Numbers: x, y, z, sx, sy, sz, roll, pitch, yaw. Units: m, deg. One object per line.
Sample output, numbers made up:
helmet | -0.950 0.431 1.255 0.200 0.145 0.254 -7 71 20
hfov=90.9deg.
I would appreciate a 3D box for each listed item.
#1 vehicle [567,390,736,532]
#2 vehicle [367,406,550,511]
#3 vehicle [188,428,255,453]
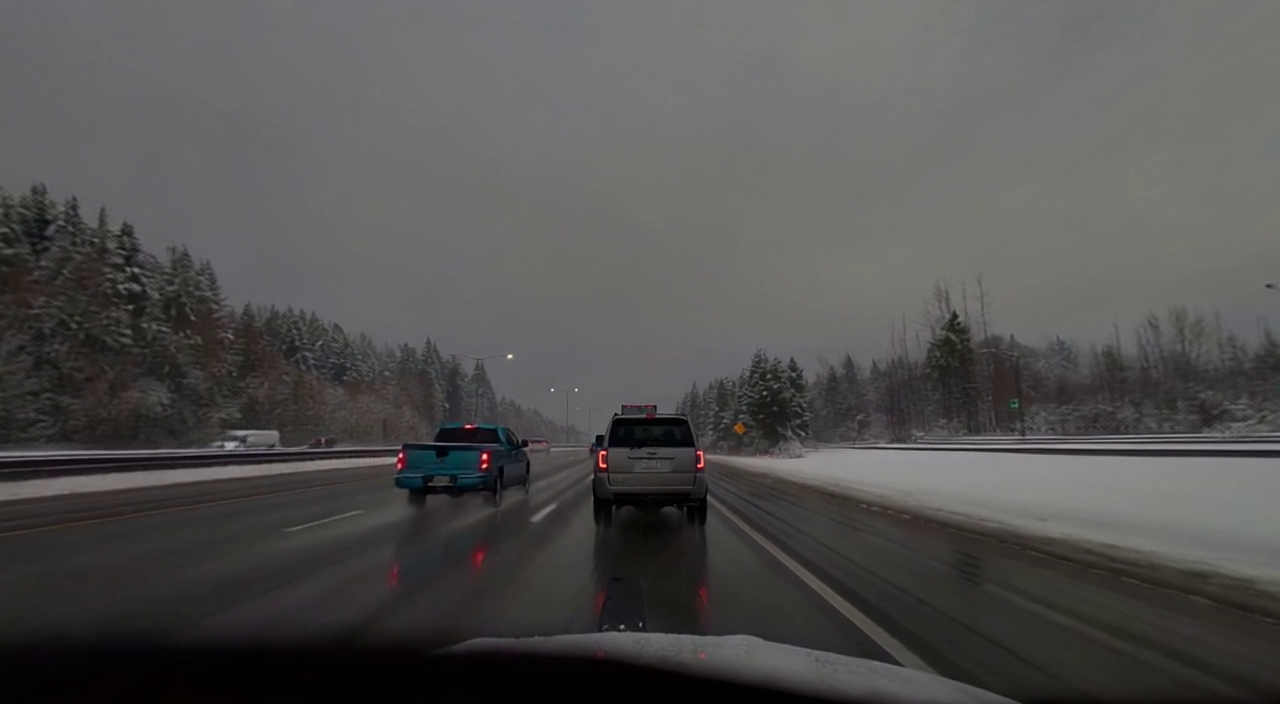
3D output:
vehicle | 0.160 1.908 11.450 2.395 2.013 4.734 0 -8 0
vehicle | -3.820 2.409 14.693 2.486 1.962 5.525 0 -8 2
vehicle | -24.747 5.249 37.401 1.502 1.396 3.402 -1 -9 2
